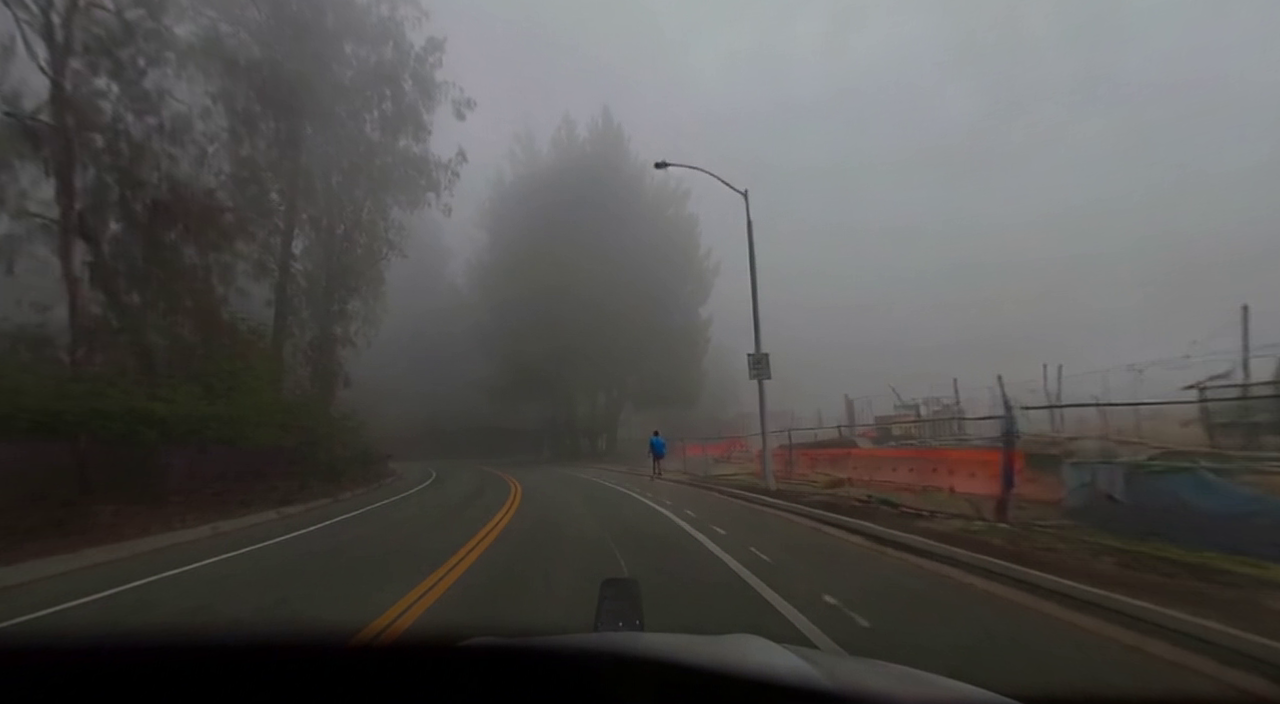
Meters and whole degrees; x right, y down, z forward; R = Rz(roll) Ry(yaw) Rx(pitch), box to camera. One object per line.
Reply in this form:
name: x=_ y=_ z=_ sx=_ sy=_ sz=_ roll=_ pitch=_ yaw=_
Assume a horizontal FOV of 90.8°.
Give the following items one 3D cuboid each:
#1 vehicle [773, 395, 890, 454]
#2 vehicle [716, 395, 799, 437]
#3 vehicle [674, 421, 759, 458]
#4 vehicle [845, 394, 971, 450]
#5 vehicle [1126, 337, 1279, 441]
vehicle: x=7.107 y=2.759 z=23.589 sx=3.674 sy=1.559 sz=1.775 roll=10 pitch=-12 yaw=-10
vehicle: x=6.678 y=3.658 z=35.904 sx=4.180 sy=1.880 sz=2.028 roll=9 pitch=-9 yaw=-26
vehicle: x=4.970 y=5.680 z=41.013 sx=5.021 sy=1.930 sz=2.119 roll=-1 pitch=-8 yaw=-30
vehicle: x=8.774 y=2.346 z=20.866 sx=3.451 sy=1.504 sz=1.652 roll=5 pitch=-11 yaw=-6
vehicle: x=9.825 y=0.607 z=9.673 sx=1.635 sy=1.445 sz=3.563 roll=0 pitch=-8 yaw=-6
